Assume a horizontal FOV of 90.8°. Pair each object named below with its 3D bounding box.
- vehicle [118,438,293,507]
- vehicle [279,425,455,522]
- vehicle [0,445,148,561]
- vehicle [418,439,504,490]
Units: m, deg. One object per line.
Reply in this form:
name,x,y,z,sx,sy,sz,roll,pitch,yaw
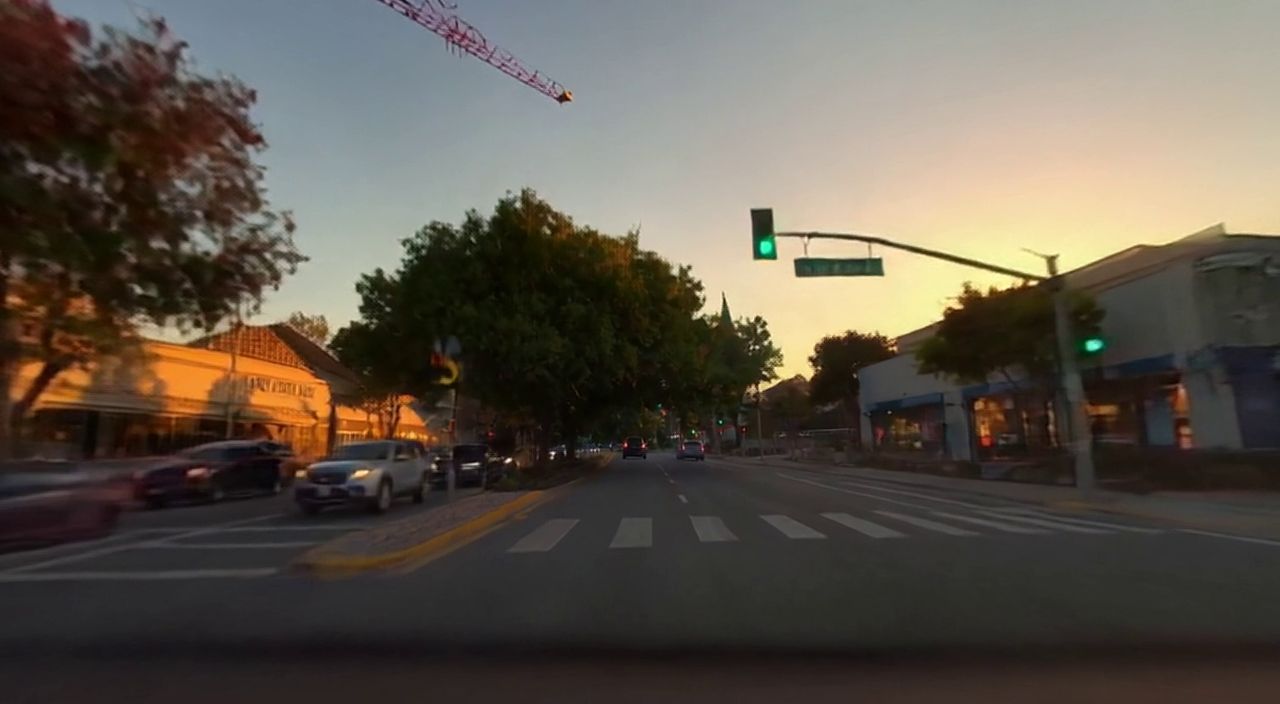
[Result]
vehicle,-12.697,3.504,18.938,1.936,1.769,4.620,0,-8,0
vehicle,-5.763,2.587,14.086,1.983,1.715,4.466,-2,-8,0
vehicle,-8.995,1.901,7.966,1.947,1.434,4.557,0,-8,-1
vehicle,-5.883,3.730,21.296,1.901,1.498,4.359,0,-9,-4
